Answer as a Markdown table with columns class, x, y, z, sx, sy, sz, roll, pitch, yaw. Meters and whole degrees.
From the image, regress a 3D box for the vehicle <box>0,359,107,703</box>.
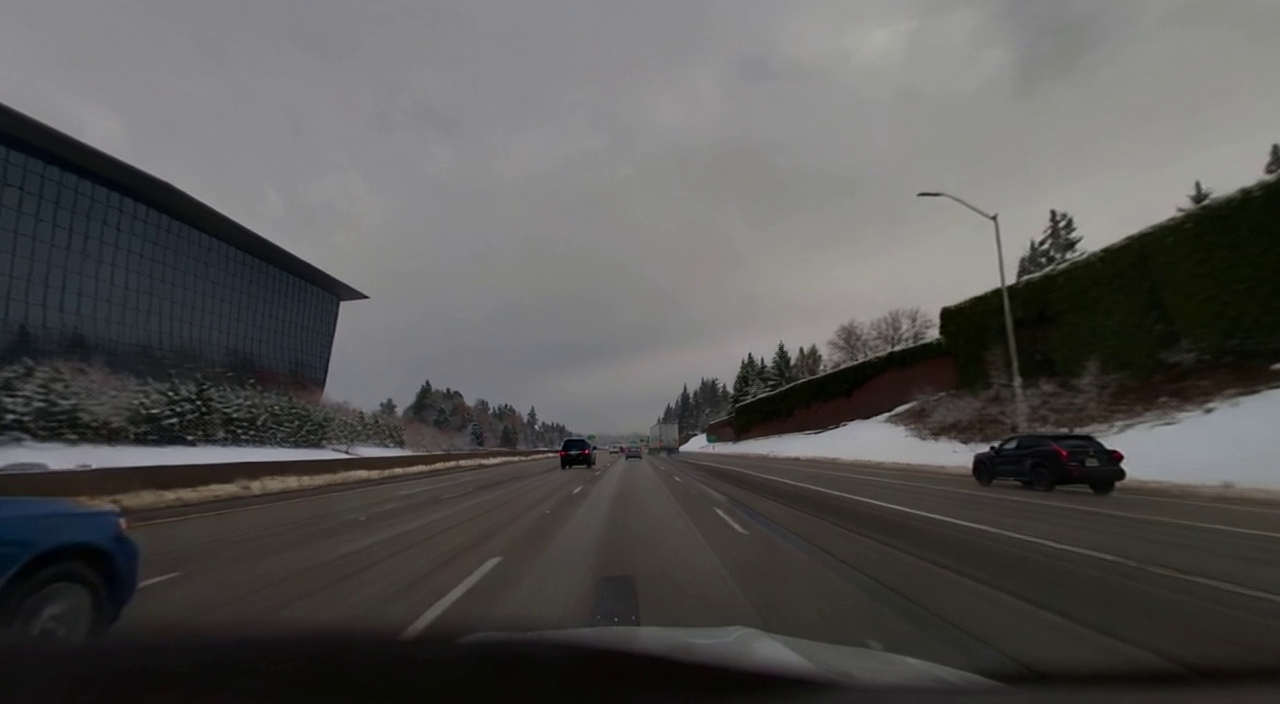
| class | x | y | z | sx | sy | sz | roll | pitch | yaw |
| --- | --- | --- | --- | --- | --- | --- | --- | --- | --- |
| vehicle | -3.795 | 0.638 | 1.079 | 2.039 | 1.710 | 4.237 | 0 | -9 | -1 |

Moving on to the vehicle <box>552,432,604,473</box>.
| class | x | y | z | sx | sy | sz | roll | pitch | yaw |
| --- | --- | --- | --- | --- | --- | --- | --- | --- | --- |
| vehicle | -3.264 | 5.492 | 34.517 | 2.284 | 2.022 | 5.752 | 0 | -9 | 0 |

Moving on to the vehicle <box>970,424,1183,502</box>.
| class | x | y | z | sx | sy | sz | roll | pitch | yaw |
| --- | --- | --- | --- | --- | --- | --- | --- | --- | --- |
| vehicle | 11.484 | 2.980 | 17.255 | 2.089 | 1.787 | 5.080 | 0 | -9 | -1 |
